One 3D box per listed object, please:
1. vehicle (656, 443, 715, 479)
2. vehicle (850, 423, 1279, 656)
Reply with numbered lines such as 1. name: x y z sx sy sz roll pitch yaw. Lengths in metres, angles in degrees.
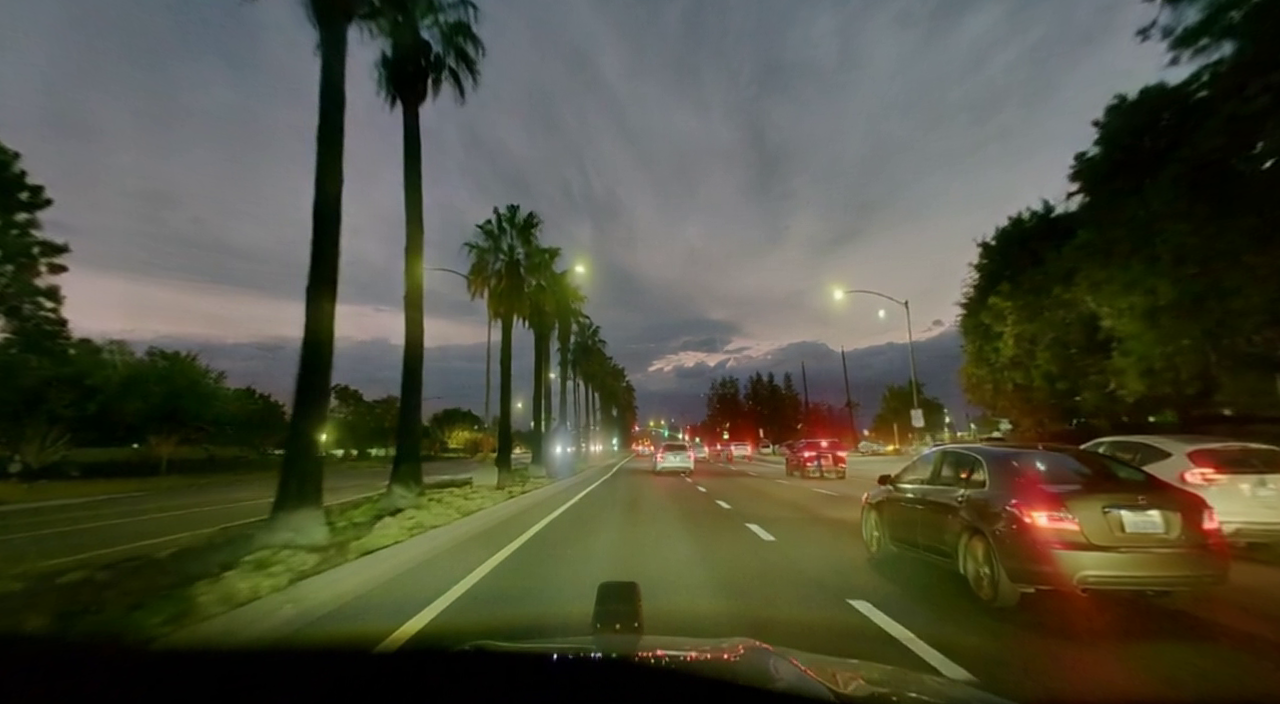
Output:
1. vehicle: 1.916 4.745 27.942 2.031 1.444 4.361 1 -8 -3
2. vehicle: 3.811 1.513 6.279 1.875 1.452 4.453 0 -8 -1
